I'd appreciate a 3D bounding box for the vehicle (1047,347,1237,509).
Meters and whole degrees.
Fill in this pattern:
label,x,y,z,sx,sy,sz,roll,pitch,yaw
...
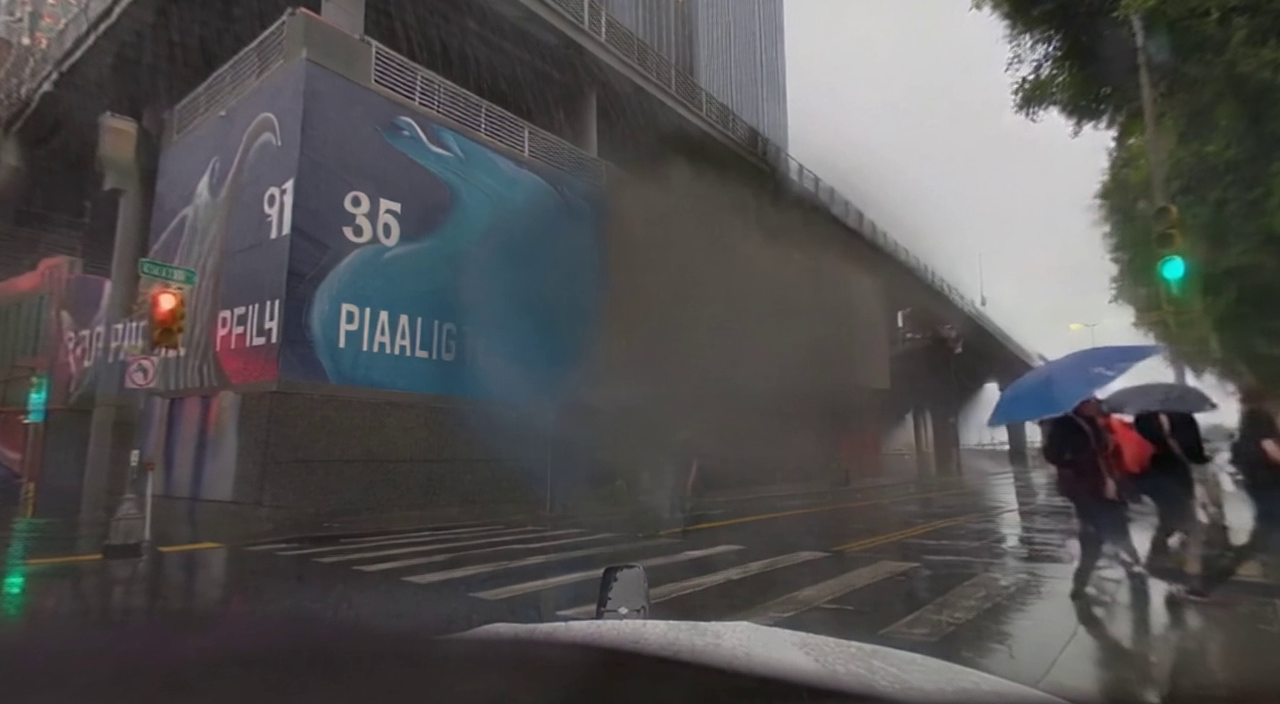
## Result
label,x,y,z,sx,sy,sz,roll,pitch,yaw
vehicle,15.799,2.419,19.399,9.347,3.893,2.849,7,-11,-42
